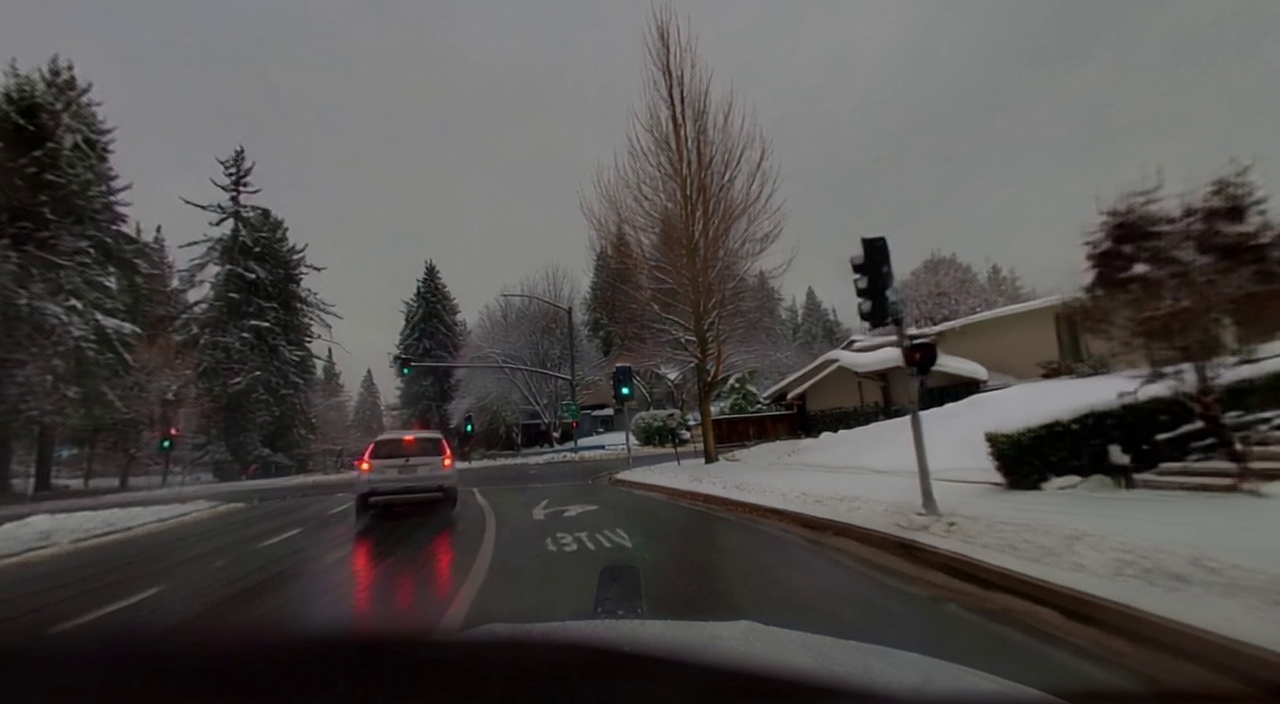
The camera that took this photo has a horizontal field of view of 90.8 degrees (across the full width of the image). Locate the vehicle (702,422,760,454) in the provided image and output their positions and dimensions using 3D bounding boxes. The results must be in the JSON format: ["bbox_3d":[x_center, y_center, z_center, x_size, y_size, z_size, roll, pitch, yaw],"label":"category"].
[{"bbox_3d":[4.589,4.442,32.531,1.911,1.516,4.251,1,-9,-7],"label":"vehicle"}]

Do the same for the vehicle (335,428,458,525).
[{"bbox_3d":[-4.978,2.544,13.513,1.990,1.707,4.225,2,-9,-16],"label":"vehicle"}]

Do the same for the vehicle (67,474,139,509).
[{"bbox_3d":[-31.132,8.032,36.779,1.943,1.677,4.176,3,-9,-23],"label":"vehicle"}]
